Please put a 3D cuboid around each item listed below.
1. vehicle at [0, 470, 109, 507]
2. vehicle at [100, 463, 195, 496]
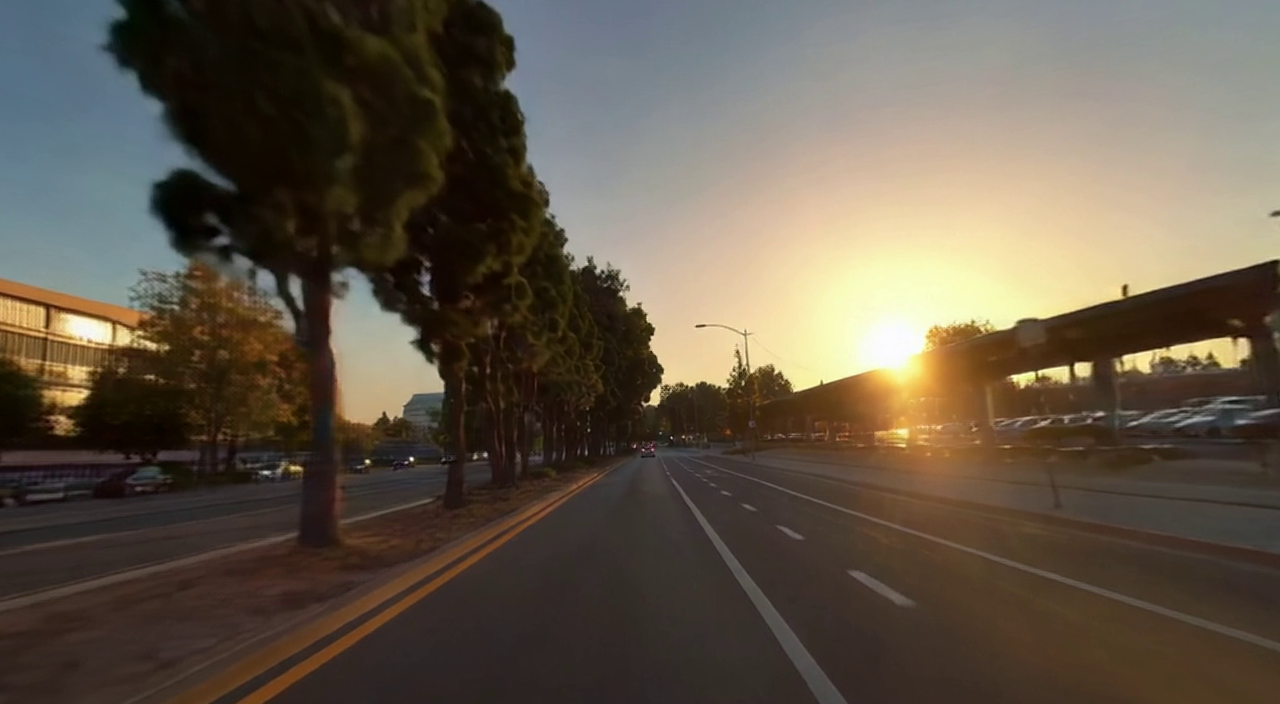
[{"bbox_3d":[-29.776,6.847,31.900,1.815,1.531,4.544,0,-9,-1],"label":"vehicle"},{"bbox_3d":[-29.717,7.667,38.233,1.902,1.746,4.706,0,-9,1],"label":"vehicle"}]
